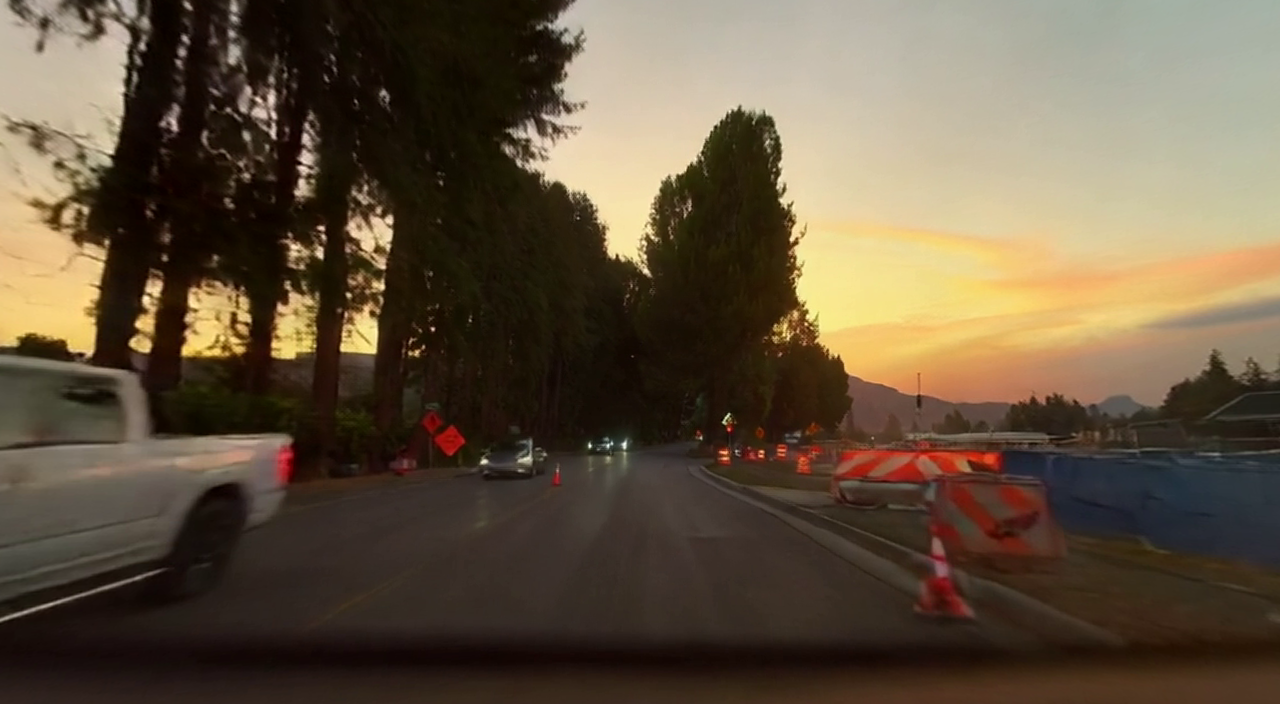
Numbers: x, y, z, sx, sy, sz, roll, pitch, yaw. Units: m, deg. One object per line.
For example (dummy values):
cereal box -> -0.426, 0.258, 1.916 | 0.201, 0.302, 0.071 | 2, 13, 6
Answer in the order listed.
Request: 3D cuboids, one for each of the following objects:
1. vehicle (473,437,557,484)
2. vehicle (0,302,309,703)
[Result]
vehicle -> -4.272, 3.776, 22.288 | 1.964, 1.481, 4.199 | -1, -8, 2
vehicle -> -4.095, 0.852, 3.488 | 2.064, 2.009, 4.512 | -1, -8, 0
